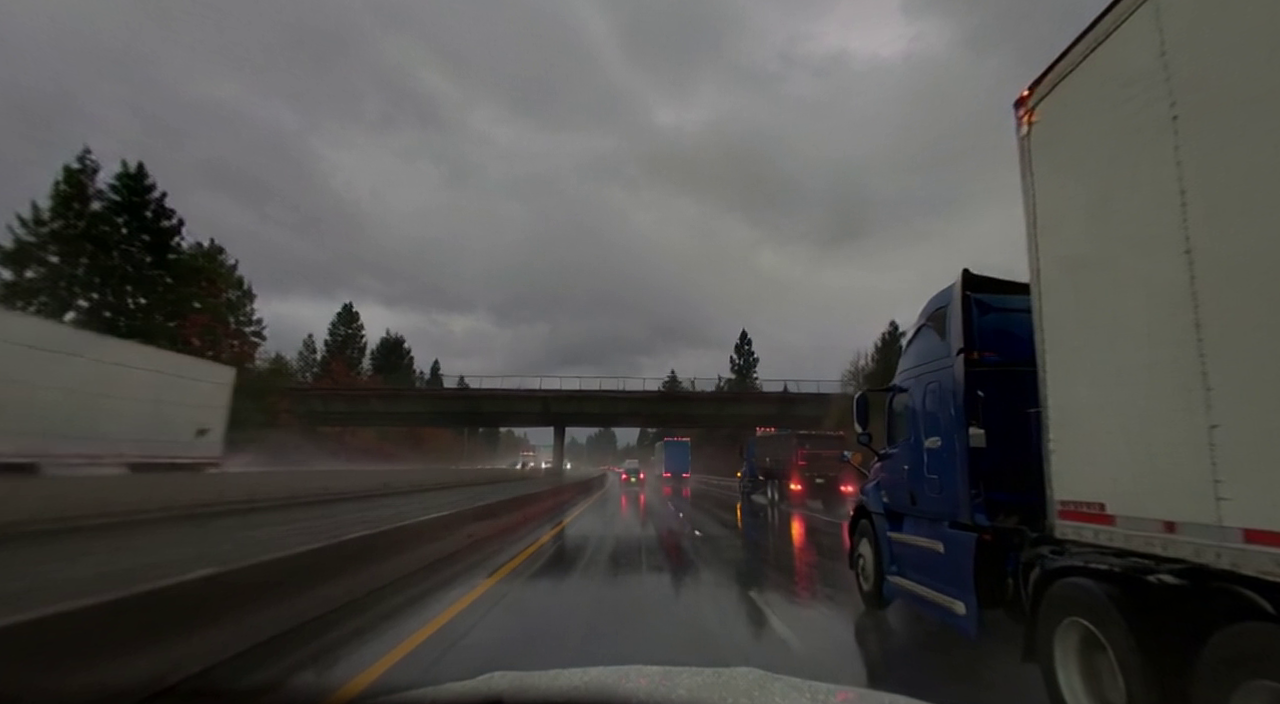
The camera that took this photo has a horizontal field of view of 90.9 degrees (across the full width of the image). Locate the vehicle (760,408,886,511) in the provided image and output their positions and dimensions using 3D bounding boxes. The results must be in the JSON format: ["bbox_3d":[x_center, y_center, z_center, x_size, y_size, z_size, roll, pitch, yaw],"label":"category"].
[{"bbox_3d":[7.456,4.664,27.156,2.839,3.684,8.091,1,-11,-1],"label":"vehicle"}]

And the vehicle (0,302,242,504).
[{"bbox_3d":[-12.940,1.263,13.215,2.965,3.557,9.170,1,-11,1],"label":"vehicle"}]

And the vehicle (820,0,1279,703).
[{"bbox_3d":[3.742,-0.472,0.584,2.831,4.150,14.519,1,-10,0],"label":"vehicle"}]

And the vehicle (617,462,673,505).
[{"bbox_3d":[0.163,5.181,25.066,2.067,1.552,3.601,1,-11,0],"label":"vehicle"}]
